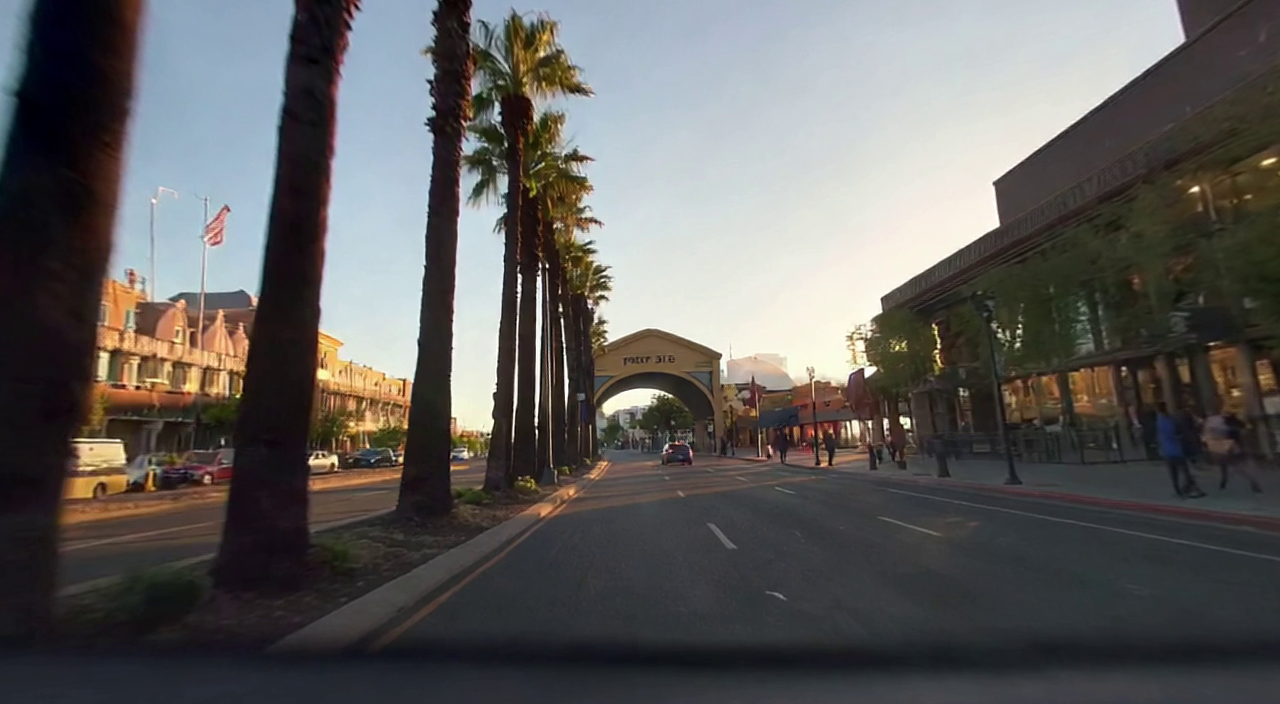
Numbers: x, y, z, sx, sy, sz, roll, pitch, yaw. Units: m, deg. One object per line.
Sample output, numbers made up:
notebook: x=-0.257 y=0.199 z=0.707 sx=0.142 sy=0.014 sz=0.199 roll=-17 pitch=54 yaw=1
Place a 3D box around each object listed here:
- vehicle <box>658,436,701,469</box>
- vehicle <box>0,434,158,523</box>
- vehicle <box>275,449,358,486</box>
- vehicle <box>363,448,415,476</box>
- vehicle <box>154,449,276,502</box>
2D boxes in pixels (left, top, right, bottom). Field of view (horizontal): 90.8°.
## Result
vehicle: x=2.525 y=6.688 z=42.232 sx=2.284 sy=2.010 sz=6.670 roll=0 pitch=-9 yaw=-1
vehicle: x=-18.070 y=3.712 z=19.115 sx=2.369 sy=2.332 sz=5.760 roll=0 pitch=-9 yaw=0
vehicle: x=-18.179 y=6.488 z=35.841 sx=2.049 sy=1.878 sz=5.125 roll=0 pitch=-9 yaw=-2
vehicle: x=-18.517 y=8.105 z=46.844 sx=2.136 sy=1.890 sz=4.670 roll=-3 pitch=-8 yaw=-1
vehicle: x=-17.805 y=5.142 z=26.838 sx=1.947 sy=1.871 sz=4.855 roll=-4 pitch=-8 yaw=-1
